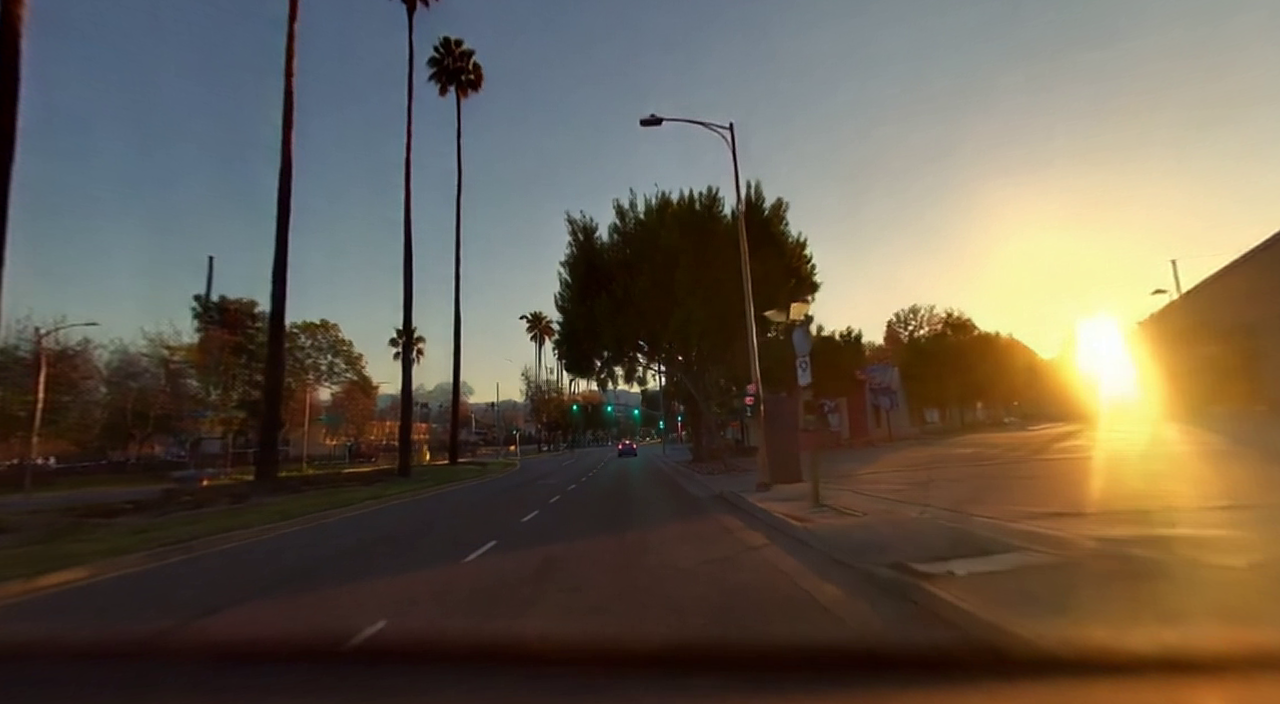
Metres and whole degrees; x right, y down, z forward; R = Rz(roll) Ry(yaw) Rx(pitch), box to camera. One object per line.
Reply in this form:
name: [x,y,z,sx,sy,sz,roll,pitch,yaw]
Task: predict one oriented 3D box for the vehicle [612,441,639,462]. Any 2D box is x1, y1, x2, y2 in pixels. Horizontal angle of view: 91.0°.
vehicle: [-1.121,7.818,49.625,2.050,1.509,4.148,0,-8,-1]
